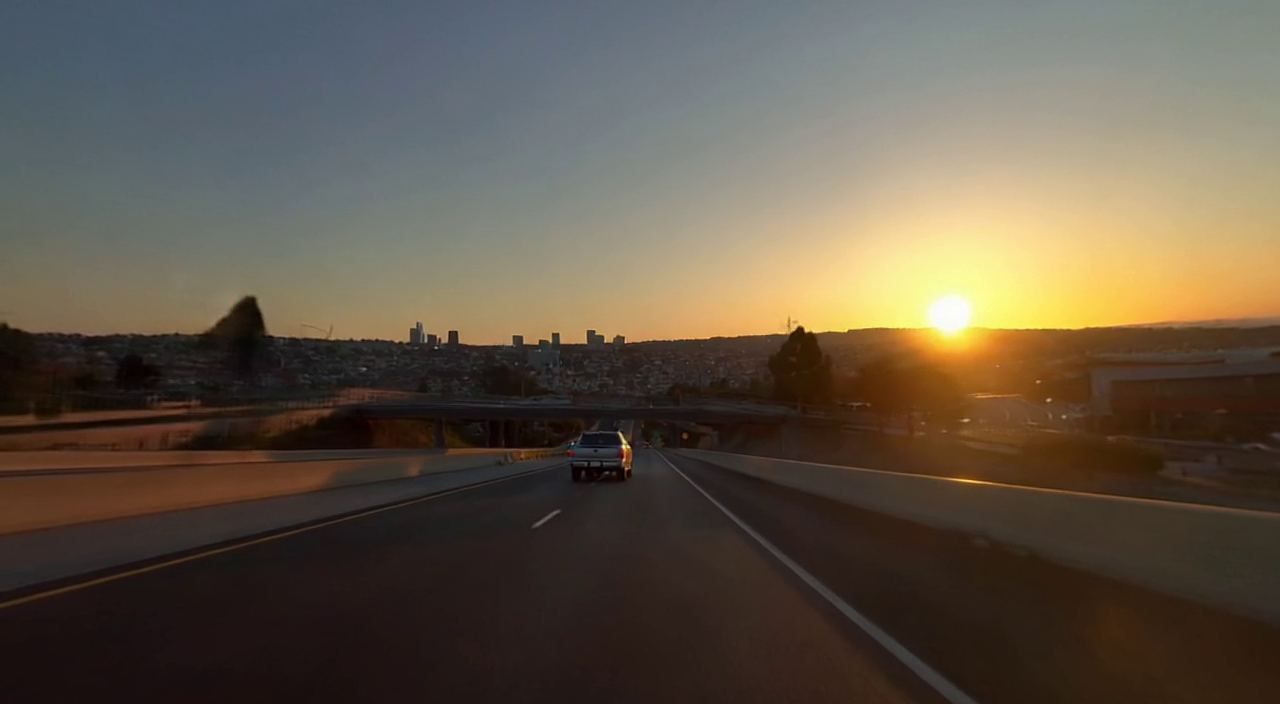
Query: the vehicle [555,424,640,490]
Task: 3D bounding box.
[{"bbox_3d":[-1.274,3.563,21.704,2.350,1.932,5.562,-1,-8,2],"label":"vehicle"}]
